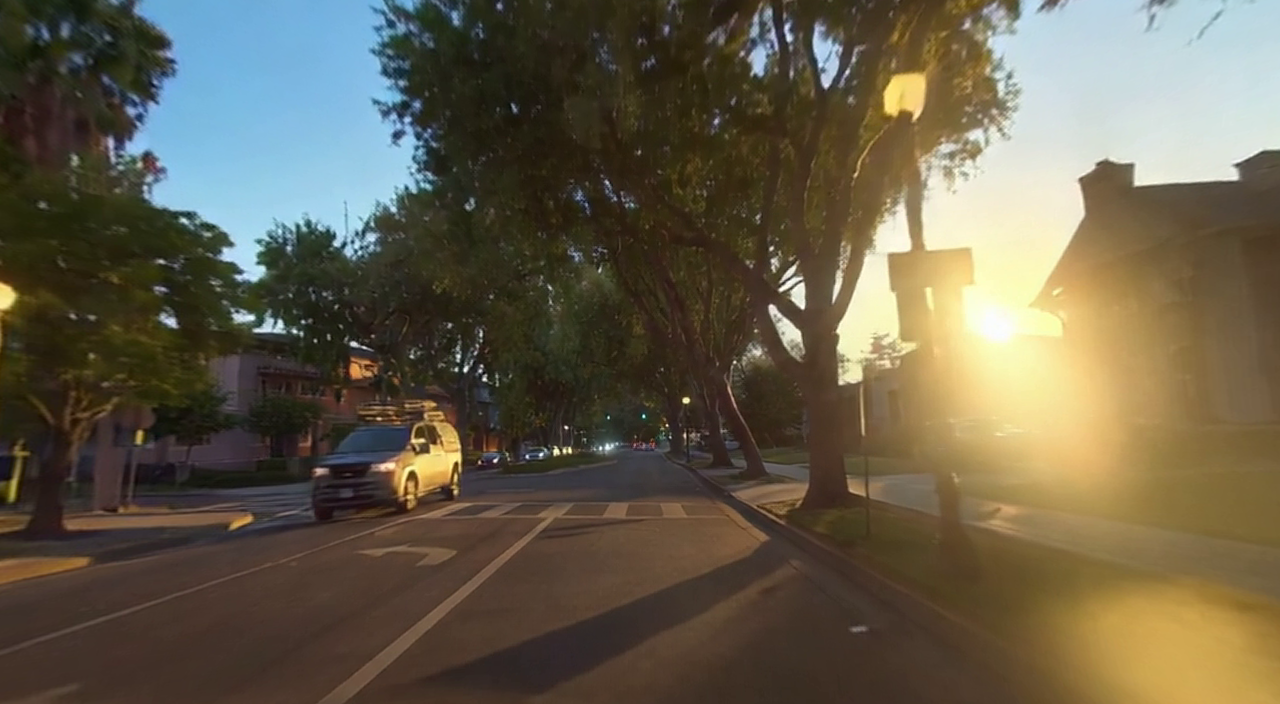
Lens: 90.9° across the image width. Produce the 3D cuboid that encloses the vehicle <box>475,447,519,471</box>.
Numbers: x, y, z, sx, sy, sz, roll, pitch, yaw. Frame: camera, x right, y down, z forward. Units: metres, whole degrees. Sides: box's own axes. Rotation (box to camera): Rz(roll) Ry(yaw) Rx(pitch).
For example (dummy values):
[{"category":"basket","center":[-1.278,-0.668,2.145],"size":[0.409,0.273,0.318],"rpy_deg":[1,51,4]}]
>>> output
[{"category":"vehicle","center":[-9.722,7.306,43.274],"size":[1.892,1.484,4.576],"rpy_deg":[1,-9,1]}]

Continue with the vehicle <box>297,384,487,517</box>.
[{"category":"vehicle","center":[-5.918,2.485,16.214],"size":[2.303,2.760,5.868],"rpy_deg":[0,-8,1]}]
